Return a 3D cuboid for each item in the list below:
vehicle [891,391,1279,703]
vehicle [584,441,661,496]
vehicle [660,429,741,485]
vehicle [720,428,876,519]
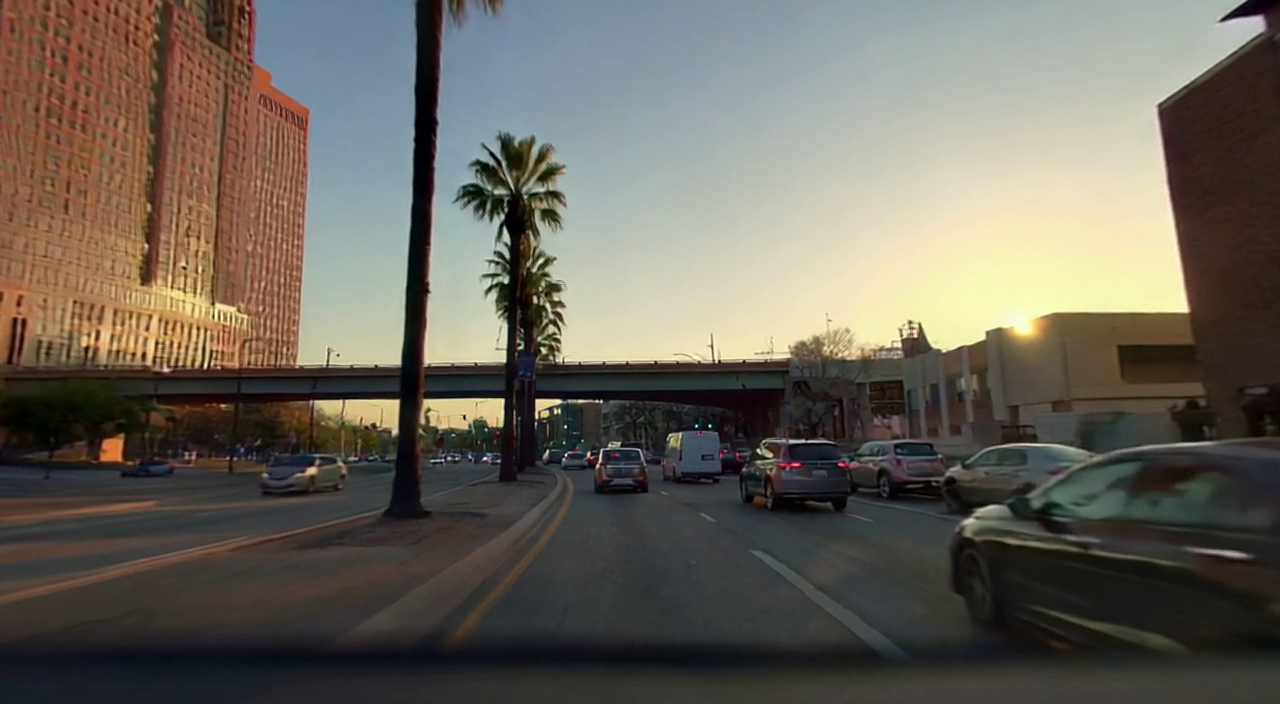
[{"bbox_3d":[3.318,1.014,2.948,2.238,1.522,4.627,0,-9,-2],"label":"vehicle"},{"bbox_3d":[-0.734,3.877,21.516,2.332,1.625,4.933,0,-9,-5],"label":"vehicle"},{"bbox_3d":[2.476,4.535,27.630,2.434,2.171,5.098,1,-9,-7],"label":"vehicle"},{"bbox_3d":[3.280,2.628,14.163,2.151,1.695,4.258,0,-9,-3],"label":"vehicle"}]
